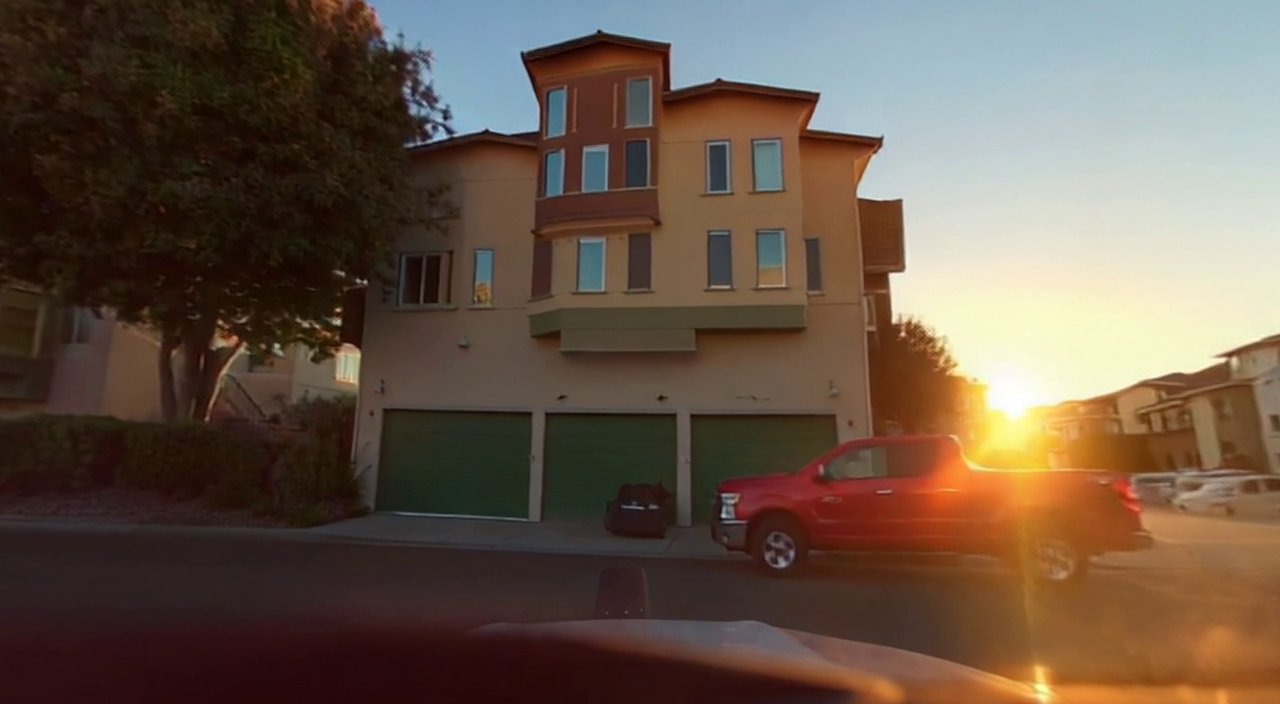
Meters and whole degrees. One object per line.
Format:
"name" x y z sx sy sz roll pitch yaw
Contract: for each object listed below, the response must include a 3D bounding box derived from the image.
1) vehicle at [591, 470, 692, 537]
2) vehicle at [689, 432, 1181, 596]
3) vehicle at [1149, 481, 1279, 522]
"vehicle" 0.152 4.294 18.260 1.869 1.460 3.826 -5 -9 15
"vehicle" 3.660 2.108 8.972 5.600 1.835 2.161 -2 -9 14
"vehicle" 23.637 6.099 25.820 3.897 1.416 1.703 -2 -9 14
